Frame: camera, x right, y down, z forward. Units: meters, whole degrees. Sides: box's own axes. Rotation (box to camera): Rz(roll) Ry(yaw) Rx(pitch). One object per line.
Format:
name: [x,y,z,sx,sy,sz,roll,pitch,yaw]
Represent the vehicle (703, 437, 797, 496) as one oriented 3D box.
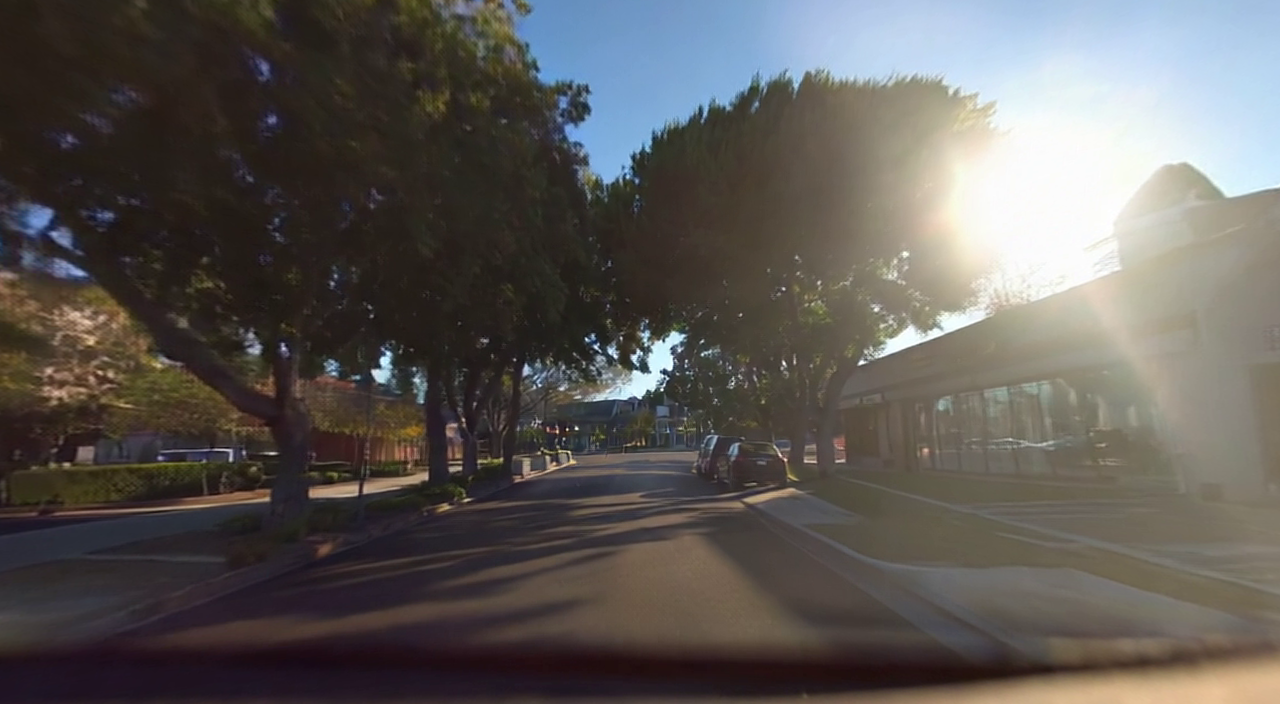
vehicle: [3.137,3.368,19.045,2.064,1.532,4.596,0,-8,0]
